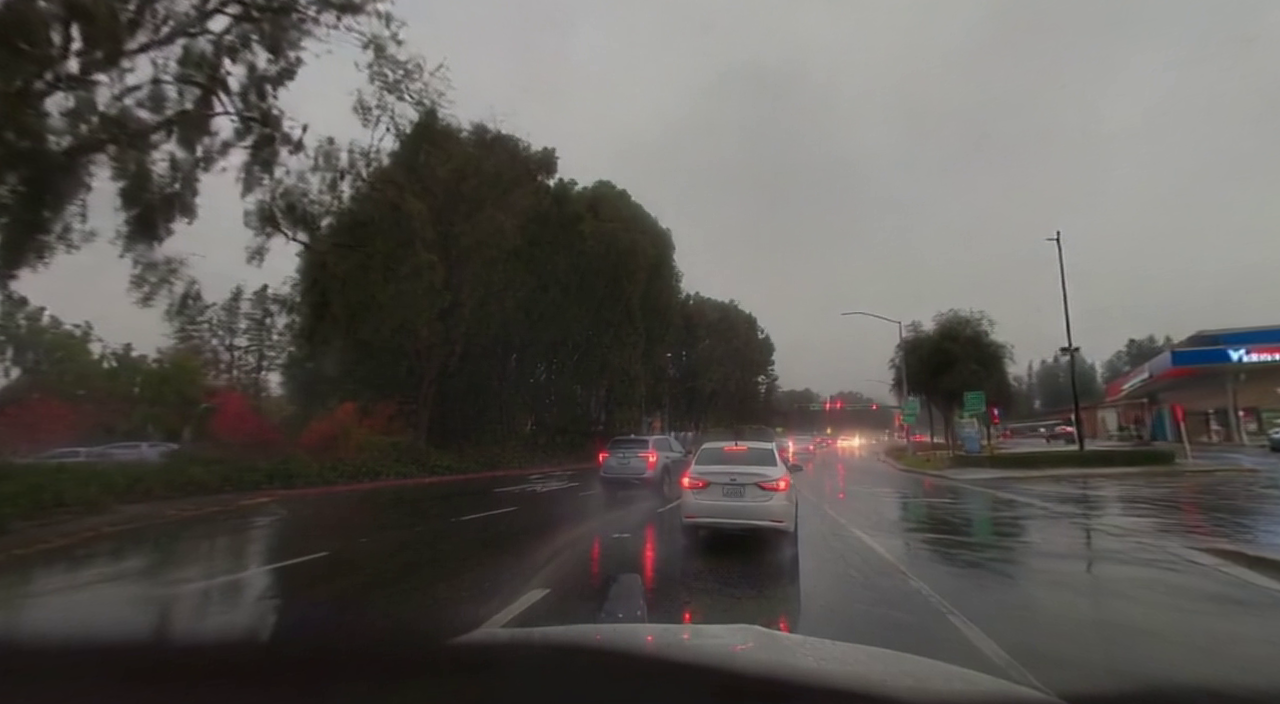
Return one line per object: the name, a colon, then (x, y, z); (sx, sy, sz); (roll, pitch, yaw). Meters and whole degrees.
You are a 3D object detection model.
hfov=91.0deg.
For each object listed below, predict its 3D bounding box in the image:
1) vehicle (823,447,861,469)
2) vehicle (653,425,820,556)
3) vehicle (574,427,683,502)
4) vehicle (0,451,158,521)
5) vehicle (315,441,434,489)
vehicle: (14.659, 7.703, 45.896); (1.916, 1.462, 4.487); (-1, -9, 9)
vehicle: (1.585, 2.017, 9.897); (2.060, 1.580, 3.980); (-2, -9, 12)
vehicle: (-0.152, 3.081, 17.686); (2.102, 1.774, 4.662); (-2, -9, 11)
vehicle: (-15.288, 3.299, 15.852); (1.894, 1.528, 4.849); (-2, -9, 11)
vehicle: (-10.196, 4.357, 24.658); (2.088, 1.693, 4.491); (-2, -9, 10)
